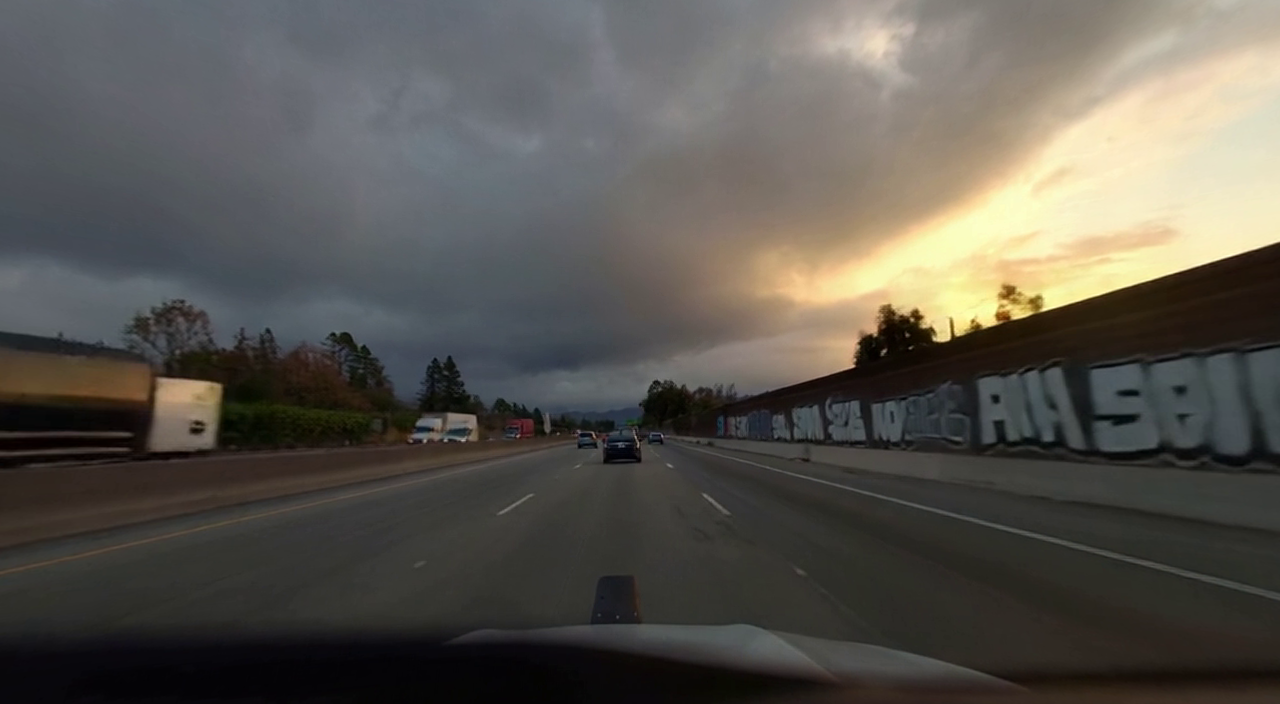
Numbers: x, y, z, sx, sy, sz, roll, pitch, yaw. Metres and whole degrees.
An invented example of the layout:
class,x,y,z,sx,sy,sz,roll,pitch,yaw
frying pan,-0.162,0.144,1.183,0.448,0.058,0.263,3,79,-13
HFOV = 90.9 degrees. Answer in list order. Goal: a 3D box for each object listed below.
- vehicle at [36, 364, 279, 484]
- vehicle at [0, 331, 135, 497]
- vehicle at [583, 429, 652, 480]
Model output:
class,x,y,z,sx,sy,sz,roll,pitch,yaw
vehicle,-17.149,2.728,23.400,2.826,3.693,7.744,0,-8,-1
vehicle,-16.904,1.269,13.523,2.968,3.967,11.156,0,-8,-1
vehicle,-0.688,3.273,20.498,2.044,1.477,3.693,0,-8,-1
